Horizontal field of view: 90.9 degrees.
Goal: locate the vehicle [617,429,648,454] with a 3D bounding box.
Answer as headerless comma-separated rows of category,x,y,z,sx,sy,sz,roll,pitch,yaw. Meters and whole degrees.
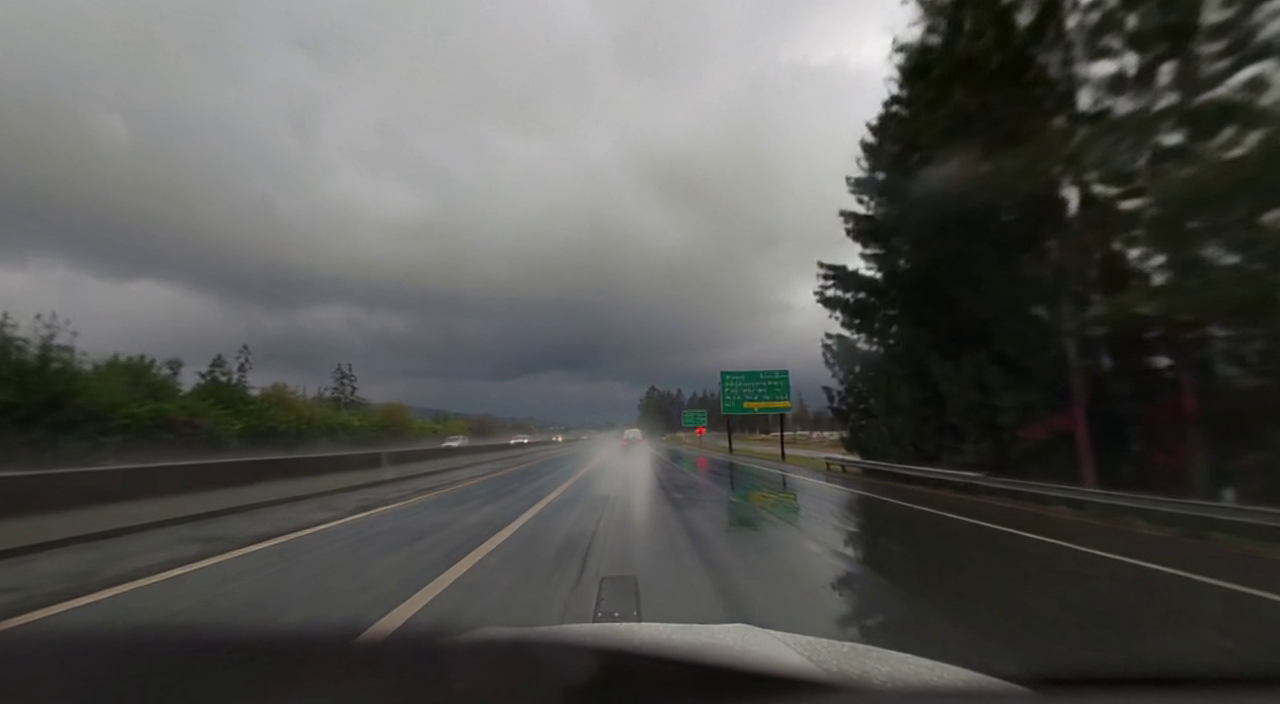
vehicle,-0.617,6.939,48.967,2.295,1.861,4.564,0,-8,-1
